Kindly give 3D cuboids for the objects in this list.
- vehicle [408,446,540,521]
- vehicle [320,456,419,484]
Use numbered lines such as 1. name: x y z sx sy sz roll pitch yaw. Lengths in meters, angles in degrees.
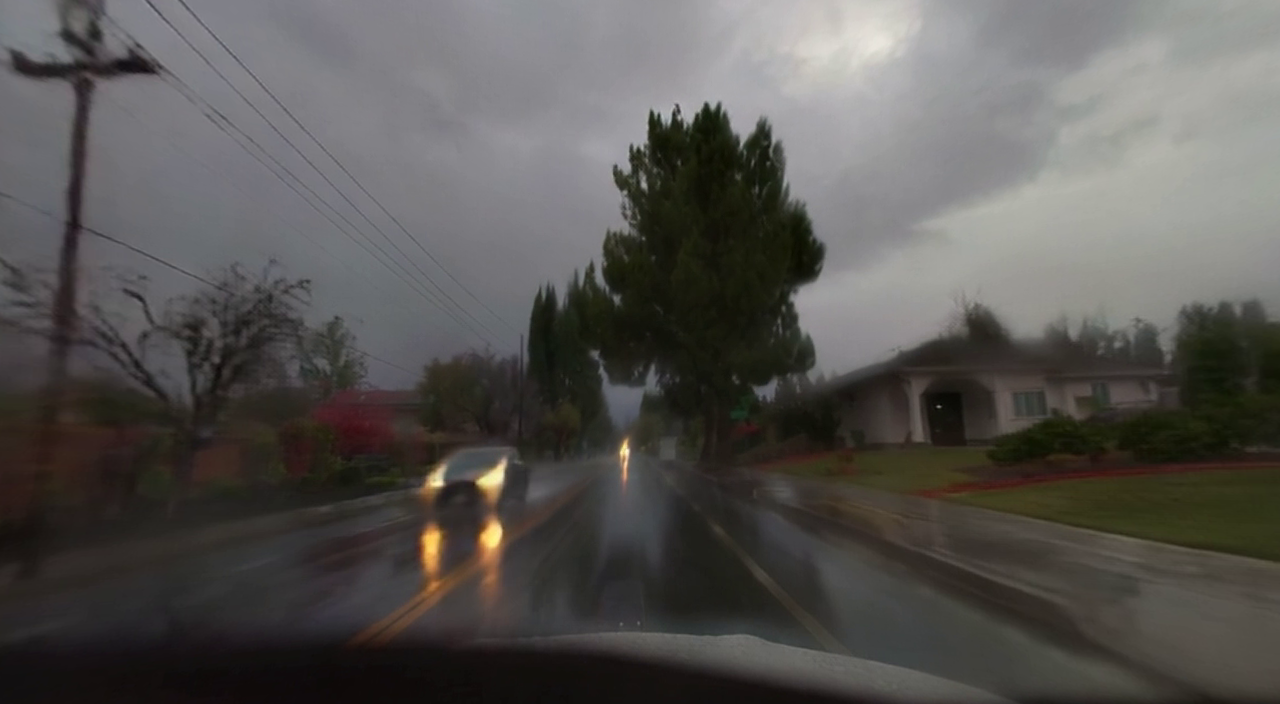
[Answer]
1. vehicle: -3.824 3.092 15.478 1.996 1.519 4.559 0 -9 0
2. vehicle: -15.222 6.636 35.693 4.779 1.453 1.970 -2 -9 9
